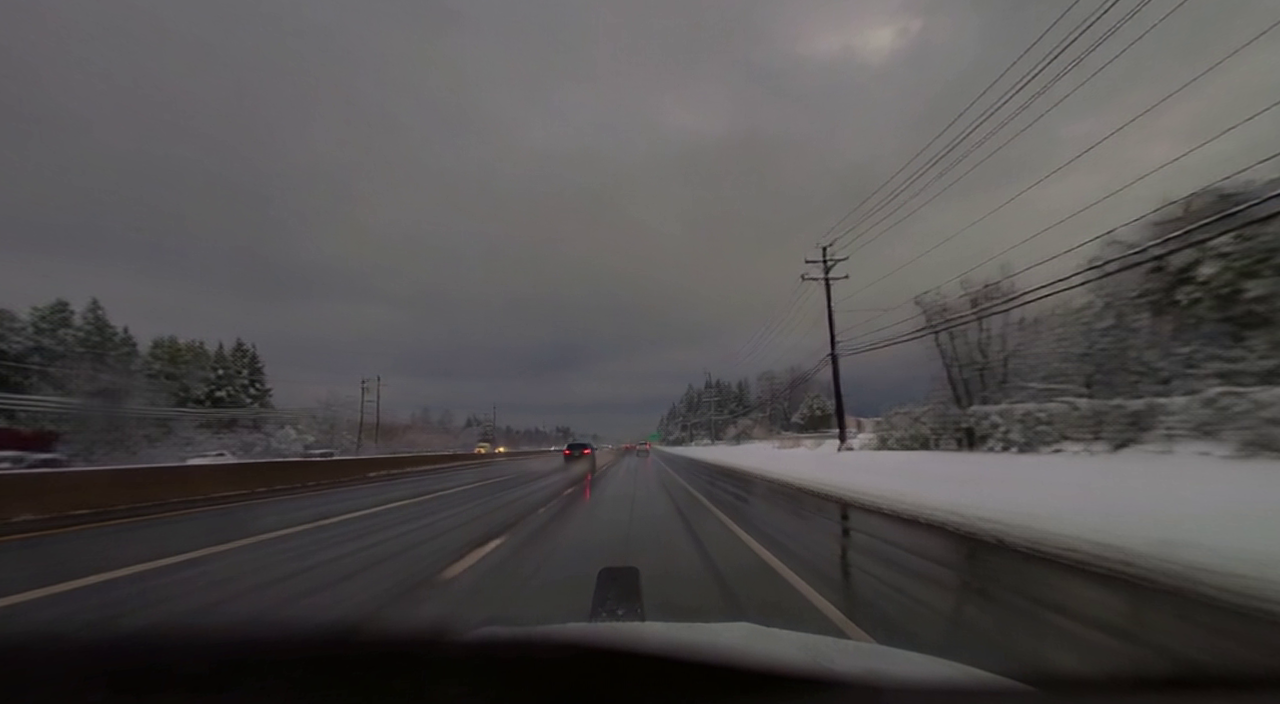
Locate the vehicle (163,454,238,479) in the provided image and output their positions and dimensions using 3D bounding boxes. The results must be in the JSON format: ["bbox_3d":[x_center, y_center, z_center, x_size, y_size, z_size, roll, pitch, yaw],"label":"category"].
[{"bbox_3d":[-32.428,8.438,46.652,1.922,1.654,4.885,0,-9,1],"label":"vehicle"}]

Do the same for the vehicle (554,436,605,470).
[{"bbox_3d":[-3.647,6.237,39.166,2.577,1.939,5.408,0,-9,1],"label":"vehicle"}]

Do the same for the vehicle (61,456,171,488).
[{"bbox_3d":[-28.501,6.514,34.494,1.888,1.503,4.752,0,-9,1],"label":"vehicle"}]
